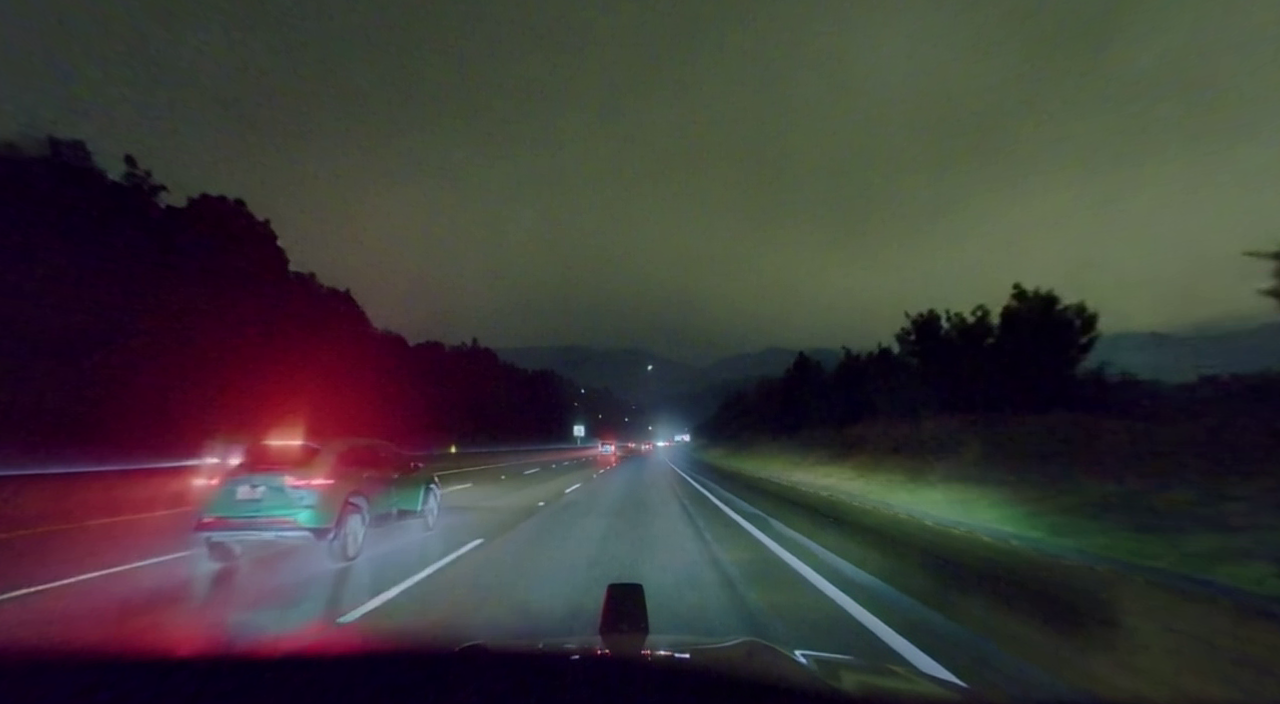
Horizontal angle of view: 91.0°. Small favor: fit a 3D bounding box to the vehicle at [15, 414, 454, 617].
[{"bbox_3d":[-3.763,1.563,7.006,1.993,1.538,4.192,0,-8,2],"label":"vehicle"}]
